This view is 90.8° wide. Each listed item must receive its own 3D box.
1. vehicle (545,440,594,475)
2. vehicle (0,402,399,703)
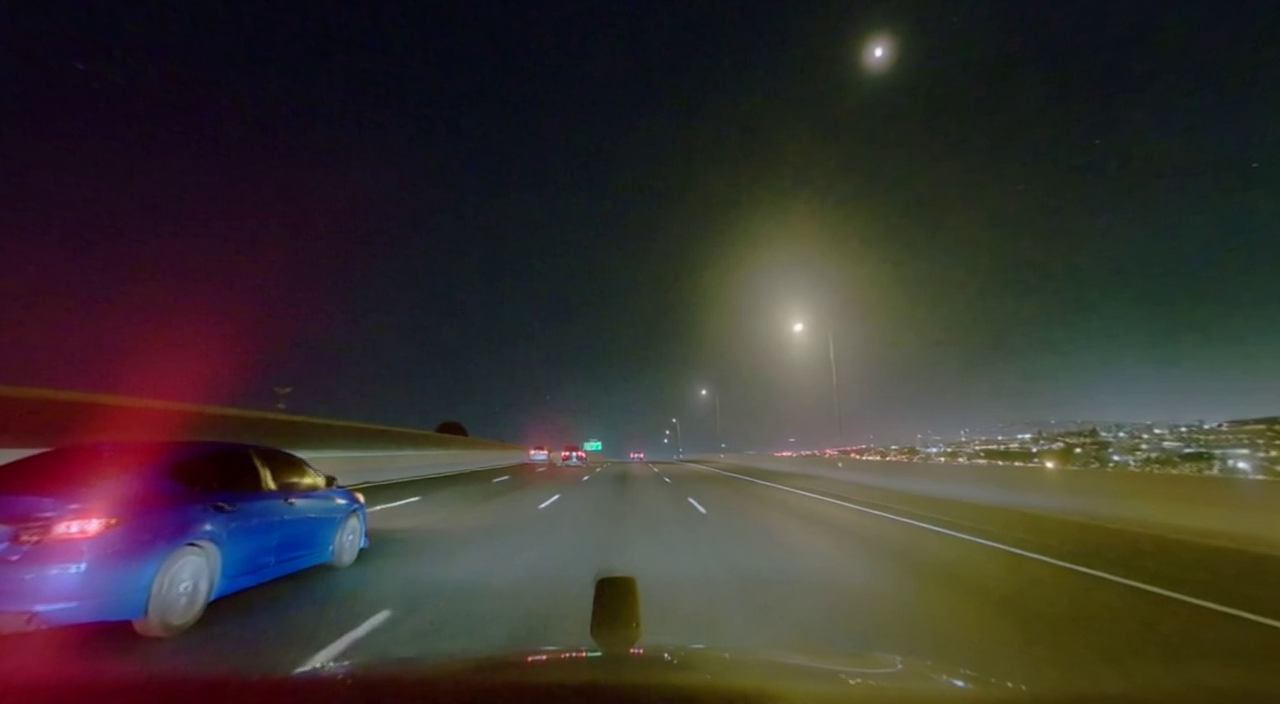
[{"bbox_3d":[-3.619,5.516,33.176,2.075,1.702,4.257,0,-9,0],"label":"vehicle"},{"bbox_3d":[-3.754,1.270,4.698,2.114,1.480,4.473,0,-9,1],"label":"vehicle"}]
